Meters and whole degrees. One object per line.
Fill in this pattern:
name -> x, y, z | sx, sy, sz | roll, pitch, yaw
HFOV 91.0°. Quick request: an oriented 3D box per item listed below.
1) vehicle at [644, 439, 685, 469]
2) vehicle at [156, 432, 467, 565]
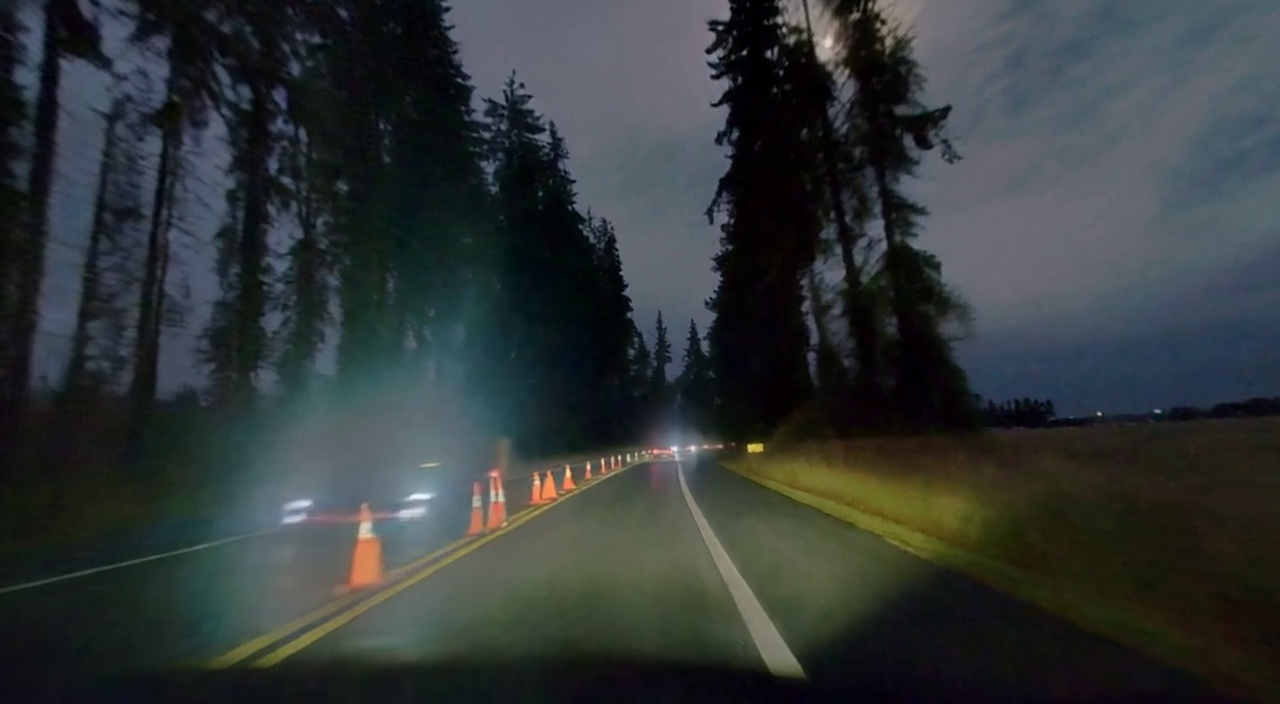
vehicle -> 1.339, 5.472, 33.921 | 2.042, 1.489, 3.963 | -1, -9, 3
vehicle -> -4.253, 1.953, 9.192 | 2.046, 1.451, 4.342 | -1, -9, 3
